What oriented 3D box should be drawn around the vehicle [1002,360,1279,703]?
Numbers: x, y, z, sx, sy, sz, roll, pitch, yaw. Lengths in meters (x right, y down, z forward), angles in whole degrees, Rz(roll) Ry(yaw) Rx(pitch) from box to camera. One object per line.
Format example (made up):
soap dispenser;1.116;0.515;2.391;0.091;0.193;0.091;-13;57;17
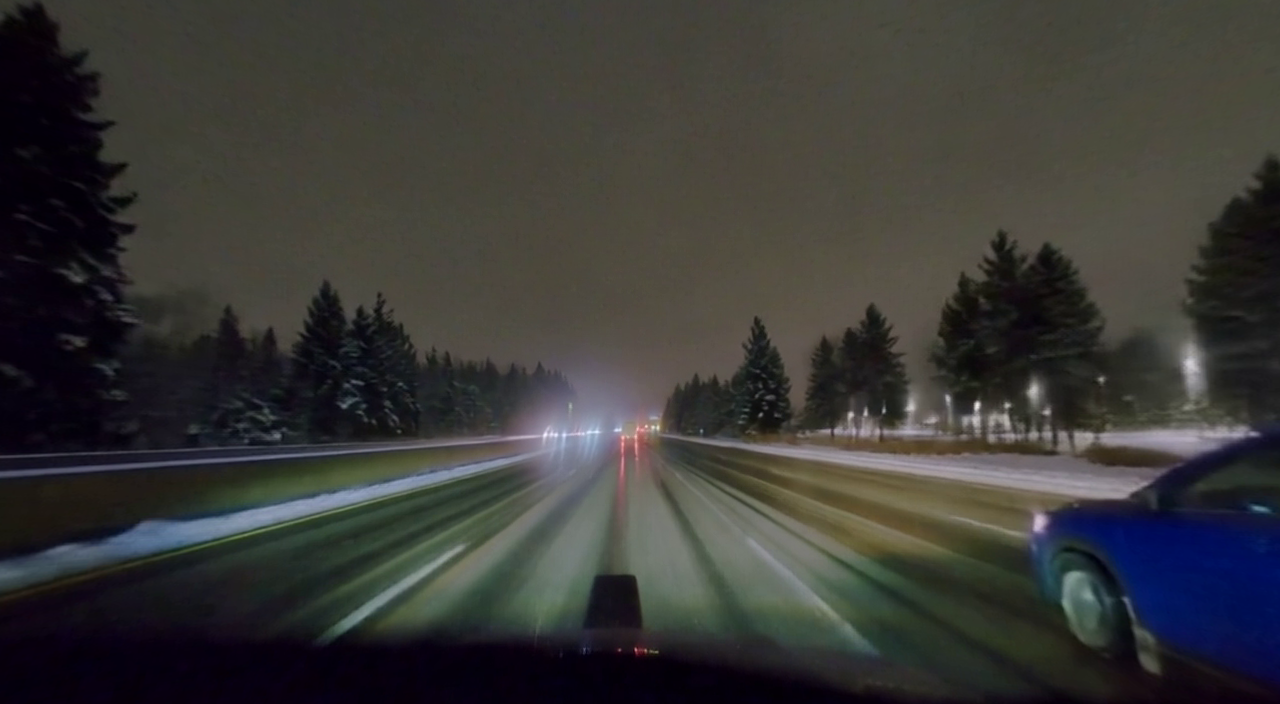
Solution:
vehicle;3.476;0.793;2.239;1.973;1.563;3.959;0;-8;0
